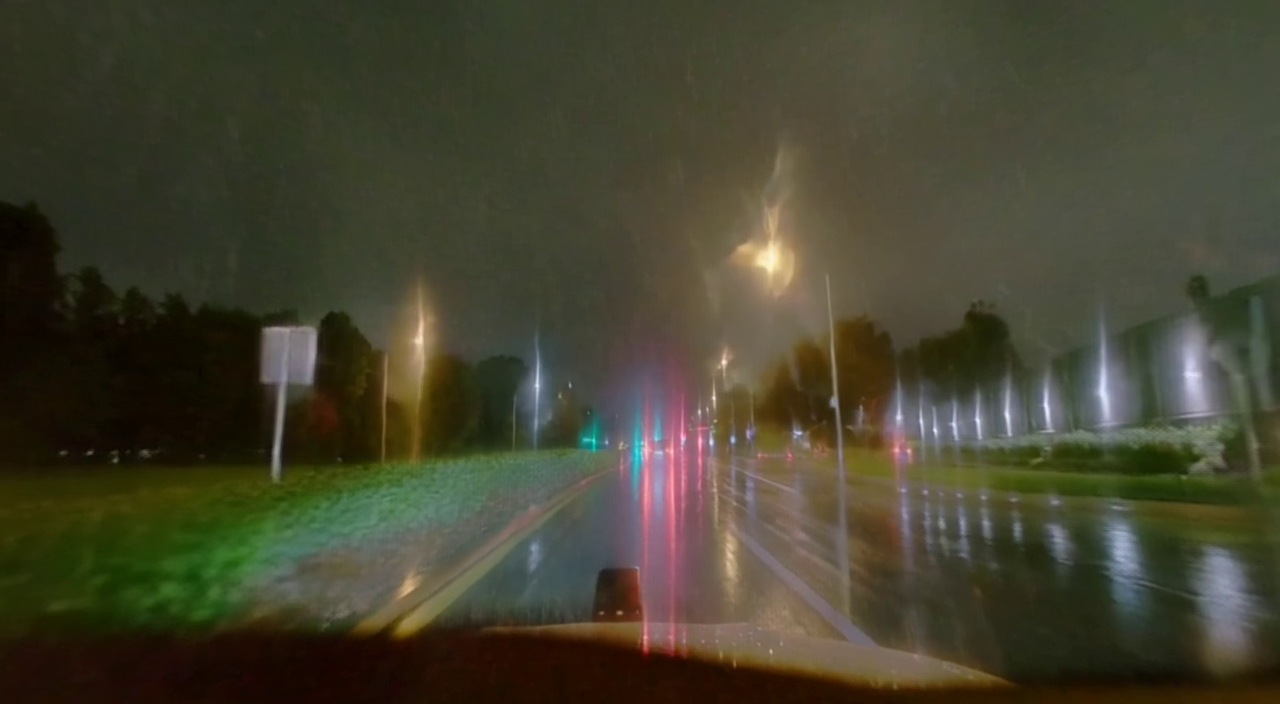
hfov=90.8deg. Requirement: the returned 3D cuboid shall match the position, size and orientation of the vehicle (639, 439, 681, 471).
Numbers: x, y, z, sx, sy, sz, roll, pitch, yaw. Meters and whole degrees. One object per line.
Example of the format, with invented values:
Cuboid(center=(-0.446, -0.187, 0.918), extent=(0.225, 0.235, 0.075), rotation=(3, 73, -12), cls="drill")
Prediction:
Cuboid(center=(1.093, 5.567, 34.298), extent=(2.158, 1.600, 3.865), rotation=(-1, -9, 2), cls="vehicle")
